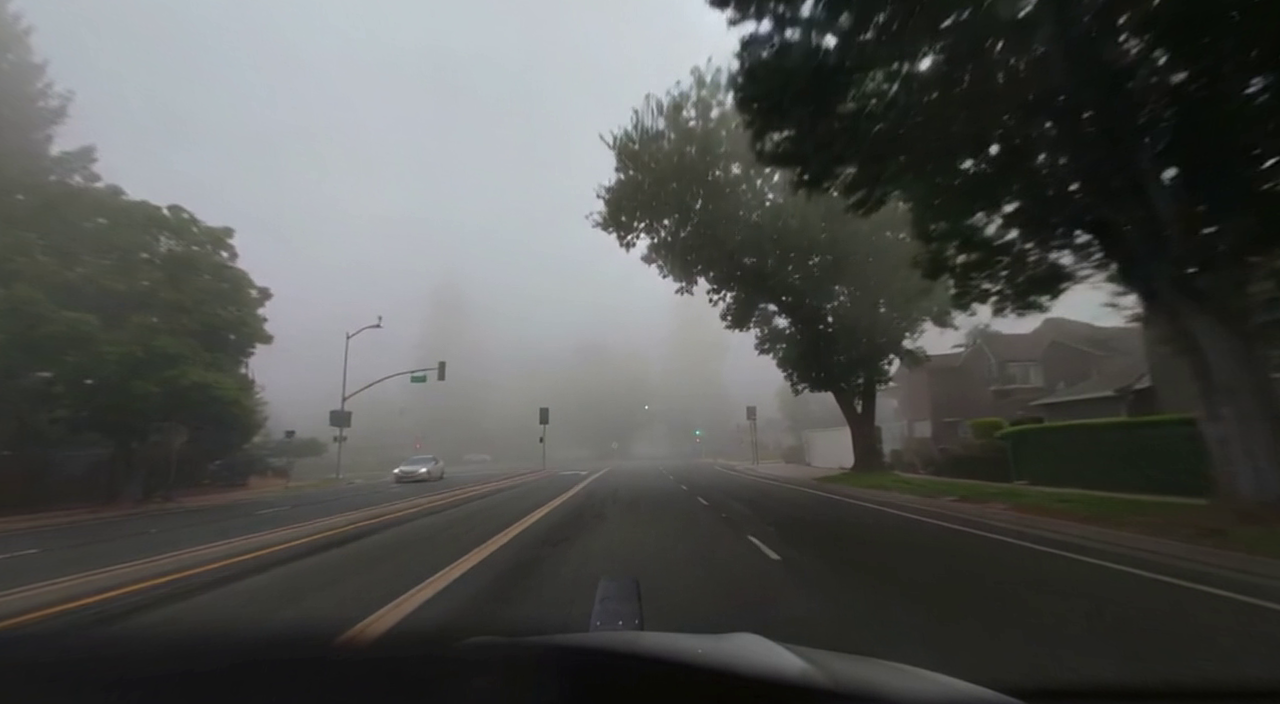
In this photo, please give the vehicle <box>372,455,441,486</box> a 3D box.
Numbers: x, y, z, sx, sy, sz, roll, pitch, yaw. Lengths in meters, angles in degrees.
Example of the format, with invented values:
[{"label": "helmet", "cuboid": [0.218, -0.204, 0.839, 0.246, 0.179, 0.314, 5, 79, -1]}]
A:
[{"label": "vehicle", "cuboid": [-12.672, 6.449, 34.646, 1.923, 1.516, 4.735, 0, -9, 0]}]
